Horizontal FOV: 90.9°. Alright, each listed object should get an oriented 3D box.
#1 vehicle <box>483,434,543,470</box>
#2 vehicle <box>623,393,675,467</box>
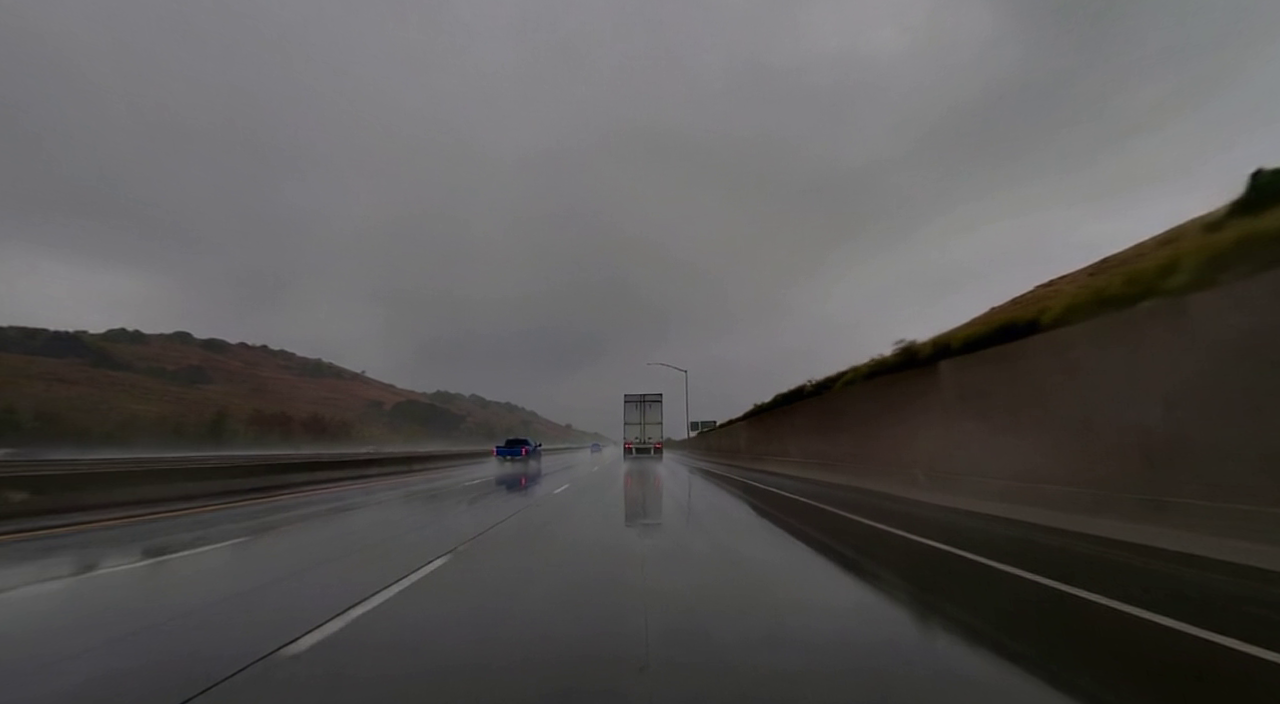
[{"bbox_3d":[-6.994,5.566,35.434,2.113,1.837,5.339,0,-8,1],"label":"vehicle"},{"bbox_3d":[0.578,5.610,44.159,2.951,4.229,15.519,0,-8,0],"label":"vehicle"}]
